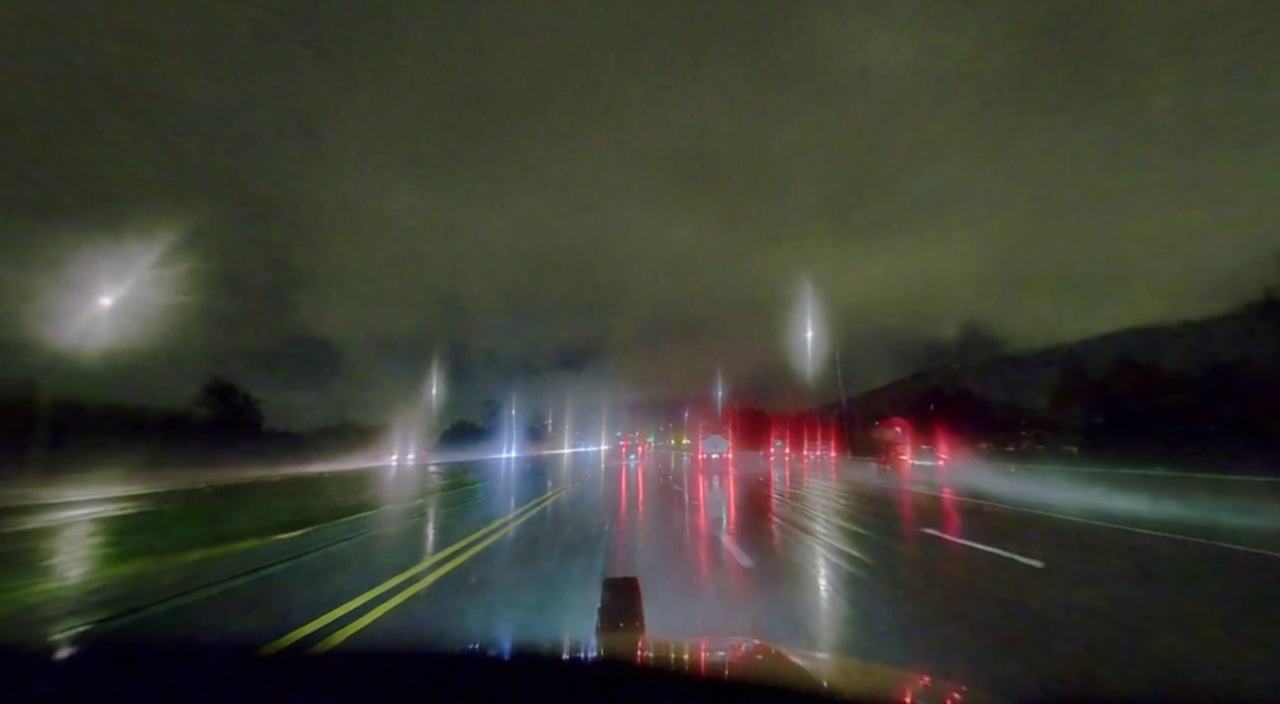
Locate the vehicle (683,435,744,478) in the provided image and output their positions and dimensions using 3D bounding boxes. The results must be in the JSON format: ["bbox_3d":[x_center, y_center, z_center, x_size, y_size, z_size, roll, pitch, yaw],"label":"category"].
[{"bbox_3d":[3.326,4.874,29.495,2.269,1.839,4.554,0,-9,-1],"label":"vehicle"}]

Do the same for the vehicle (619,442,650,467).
[{"bbox_3d":[-0.373,7.399,45.641,2.142,1.664,4.076,0,-9,1],"label":"vehicle"}]
